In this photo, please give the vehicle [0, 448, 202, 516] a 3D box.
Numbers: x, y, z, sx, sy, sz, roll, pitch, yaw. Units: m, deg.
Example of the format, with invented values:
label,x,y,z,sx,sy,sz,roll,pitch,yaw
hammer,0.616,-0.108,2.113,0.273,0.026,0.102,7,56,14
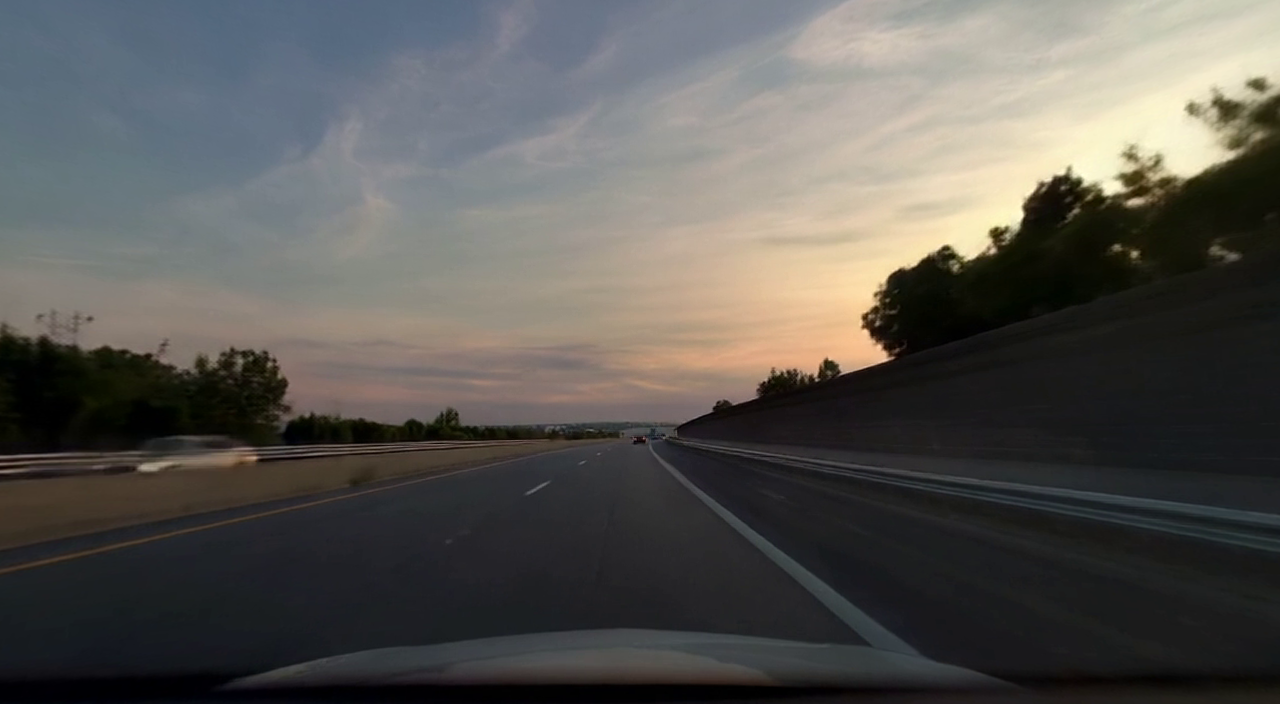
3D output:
label,x,y,z,sx,sy,sz,roll,pitch,yaw
vehicle,-14.183,3.340,16.768,1.854,1.495,4.452,0,-8,-2
